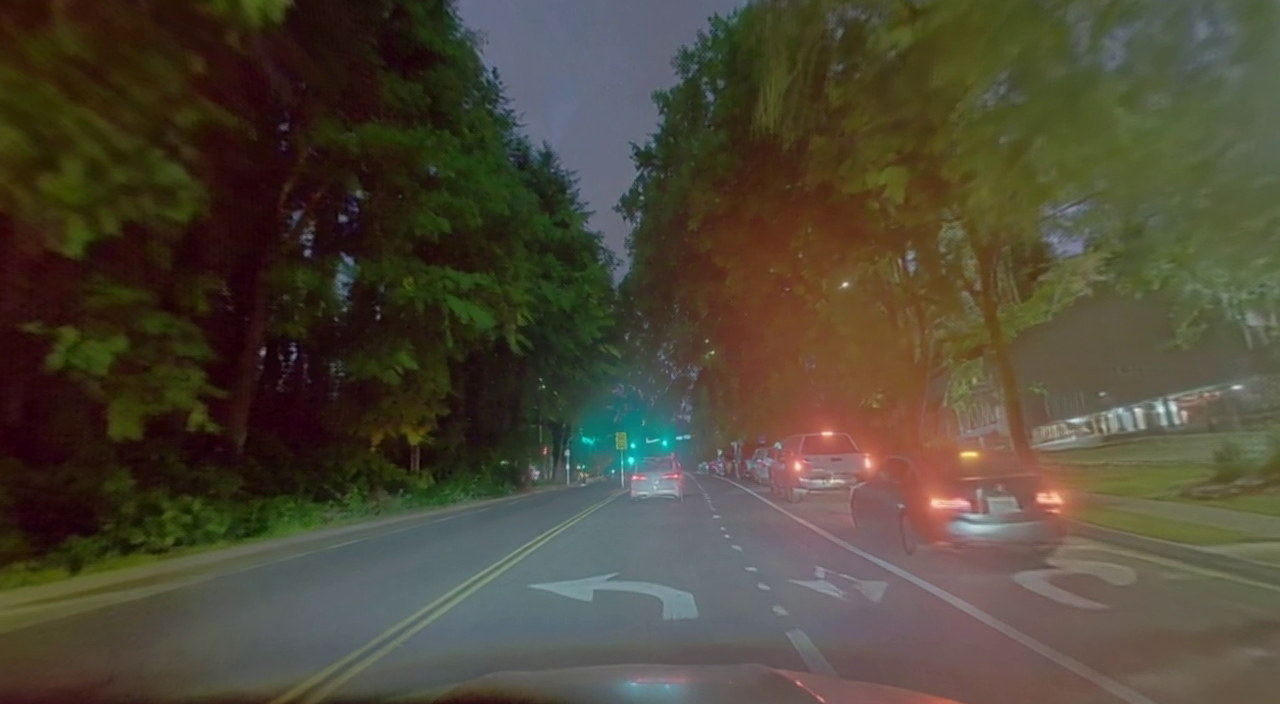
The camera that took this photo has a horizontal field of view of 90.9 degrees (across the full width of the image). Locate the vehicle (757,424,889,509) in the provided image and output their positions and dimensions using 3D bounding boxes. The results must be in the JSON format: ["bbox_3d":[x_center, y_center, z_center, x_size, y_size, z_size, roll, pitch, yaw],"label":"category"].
[{"bbox_3d":[4.405,2.834,16.075,2.066,1.804,4.751,0,-8,2],"label":"vehicle"}]

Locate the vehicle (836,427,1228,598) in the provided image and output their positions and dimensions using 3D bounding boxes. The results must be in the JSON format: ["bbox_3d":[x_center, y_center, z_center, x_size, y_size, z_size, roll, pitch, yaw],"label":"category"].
[{"bbox_3d":[4.168,1.757,7.965,1.992,1.469,4.823,0,-8,2],"label":"vehicle"}]

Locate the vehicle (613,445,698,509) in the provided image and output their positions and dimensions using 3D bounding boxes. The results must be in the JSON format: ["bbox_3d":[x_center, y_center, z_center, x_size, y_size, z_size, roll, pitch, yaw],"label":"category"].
[{"bbox_3d":[0.440,3.349,17.442,2.078,1.521,4.058,0,-8,2],"label":"vehicle"}]
